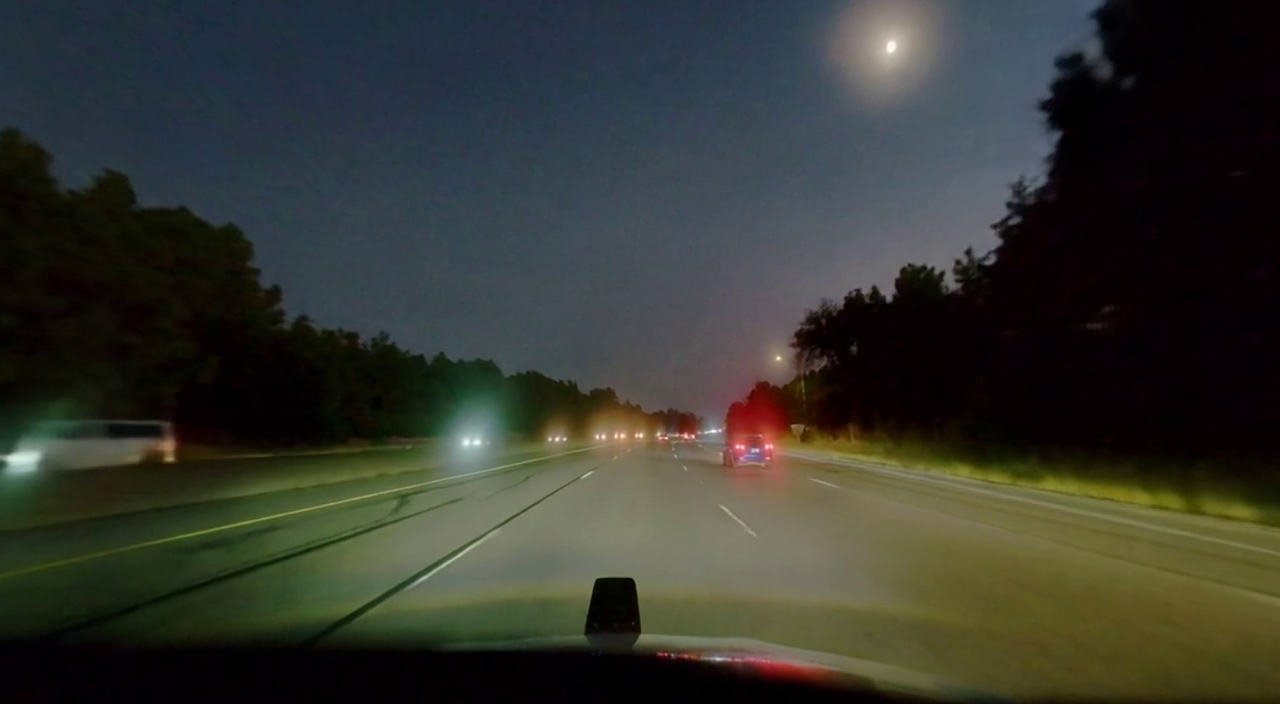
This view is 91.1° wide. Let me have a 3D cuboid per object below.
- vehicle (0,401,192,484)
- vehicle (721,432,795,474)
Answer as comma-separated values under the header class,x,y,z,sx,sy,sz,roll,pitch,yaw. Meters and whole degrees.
class,x,y,z,sx,sy,sz,roll,pitch,yaw
vehicle,-20.045,3.314,23.203,2.615,2.658,5.739,0,-8,1
vehicle,4.406,3.821,24.171,1.982,1.452,4.294,0,-8,-1
